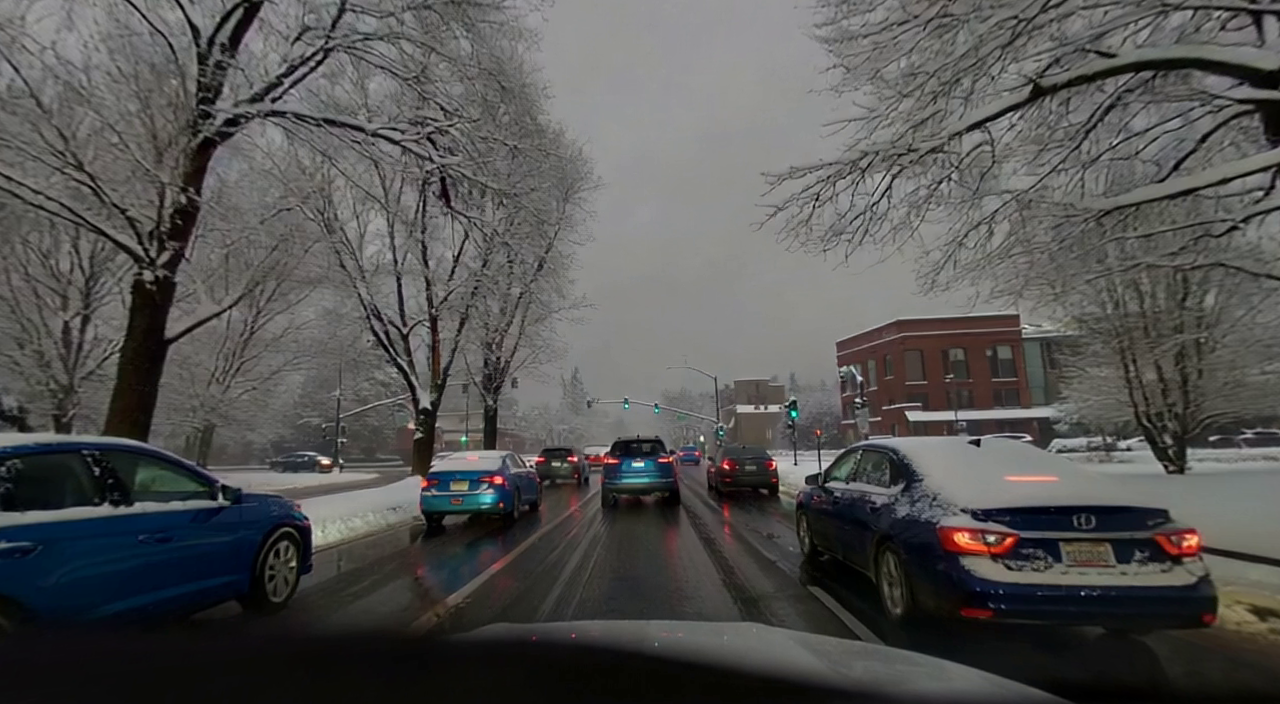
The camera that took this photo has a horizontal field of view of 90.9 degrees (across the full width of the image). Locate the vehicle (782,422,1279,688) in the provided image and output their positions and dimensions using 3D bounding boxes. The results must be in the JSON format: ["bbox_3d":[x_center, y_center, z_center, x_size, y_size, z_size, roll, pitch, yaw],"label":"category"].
[{"bbox_3d":[2.893,1.480,5.870,2.052,1.475,4.540,0,-8,0],"label":"vehicle"}]

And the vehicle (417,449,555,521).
[{"bbox_3d":[-3.337,2.954,14.548,2.115,1.369,3.908,0,-8,2],"label":"vehicle"}]

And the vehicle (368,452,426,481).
[{"bbox_3d":[-15.385,7.222,40.160,1.907,1.681,4.319,0,-8,1],"label":"vehicle"}]

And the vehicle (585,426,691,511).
[{"bbox_3d":[-0.024,2.942,16.419,2.361,1.898,4.465,0,-8,0],"label":"vehicle"}]

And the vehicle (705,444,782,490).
[{"bbox_3d":[3.622,4.094,22.858,2.058,1.472,4.317,0,-8,0],"label":"vehicle"}]

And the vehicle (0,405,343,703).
[{"bbox_3d":[-3.966,1.168,3.869,2.173,1.536,4.285,0,-8,0],"label":"vehicle"}]
